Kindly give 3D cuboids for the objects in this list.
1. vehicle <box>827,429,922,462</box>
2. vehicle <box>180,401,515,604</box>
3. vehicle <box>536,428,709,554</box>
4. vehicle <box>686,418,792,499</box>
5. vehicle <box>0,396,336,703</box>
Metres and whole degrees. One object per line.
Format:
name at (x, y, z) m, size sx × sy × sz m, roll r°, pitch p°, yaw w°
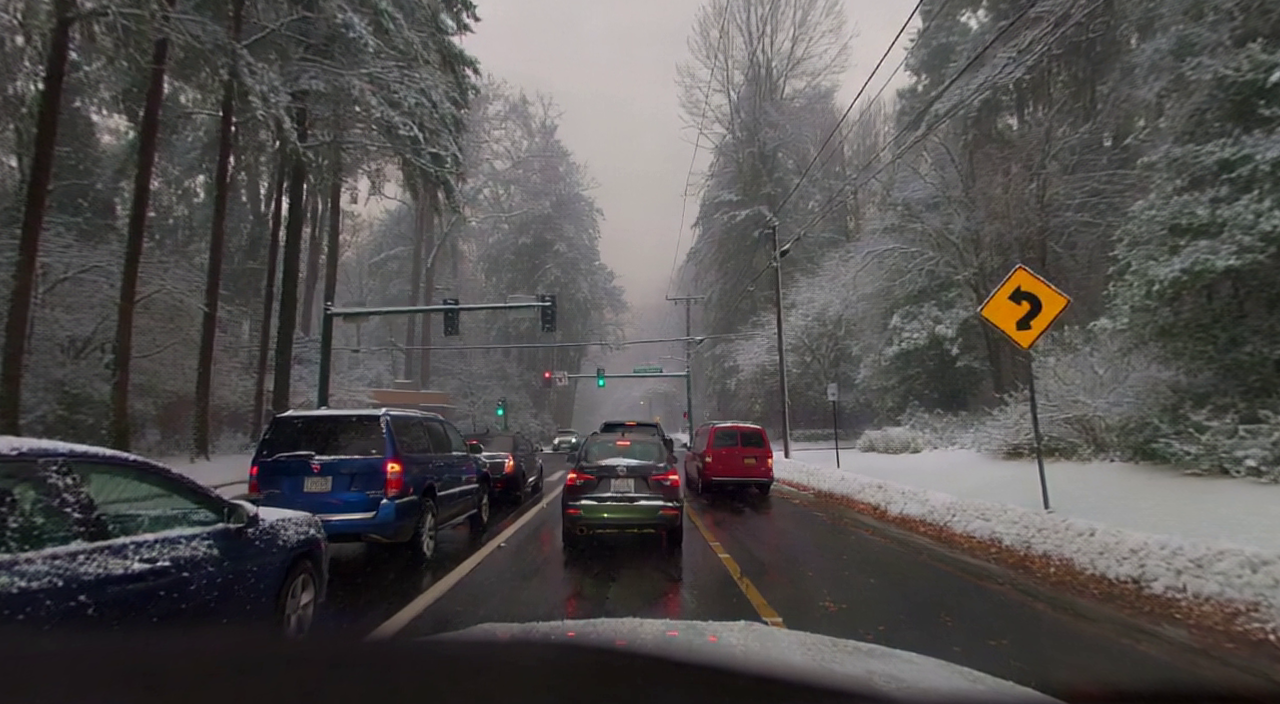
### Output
vehicle at (11.364, 4.559, 30.700) m, size 3.883 × 1.534 × 1.779 m, roll 0°, pitch -8°, yaw 2°
vehicle at (-2.895, 1.577, 7.450) m, size 1.964 × 1.712 × 4.097 m, roll 0°, pitch -8°, yaw 0°
vehicle at (-0.257, 1.916, 9.342) m, size 2.025 × 1.453 × 3.848 m, roll 0°, pitch -8°, yaw -2°
vehicle at (2.456, 2.806, 16.878) m, size 2.059 × 1.864 × 4.541 m, roll 0°, pitch -8°, yaw -1°
vehicle at (-2.966, 0.840, 1.626) m, size 1.974 × 1.484 × 4.716 m, roll 0°, pitch -8°, yaw 0°
